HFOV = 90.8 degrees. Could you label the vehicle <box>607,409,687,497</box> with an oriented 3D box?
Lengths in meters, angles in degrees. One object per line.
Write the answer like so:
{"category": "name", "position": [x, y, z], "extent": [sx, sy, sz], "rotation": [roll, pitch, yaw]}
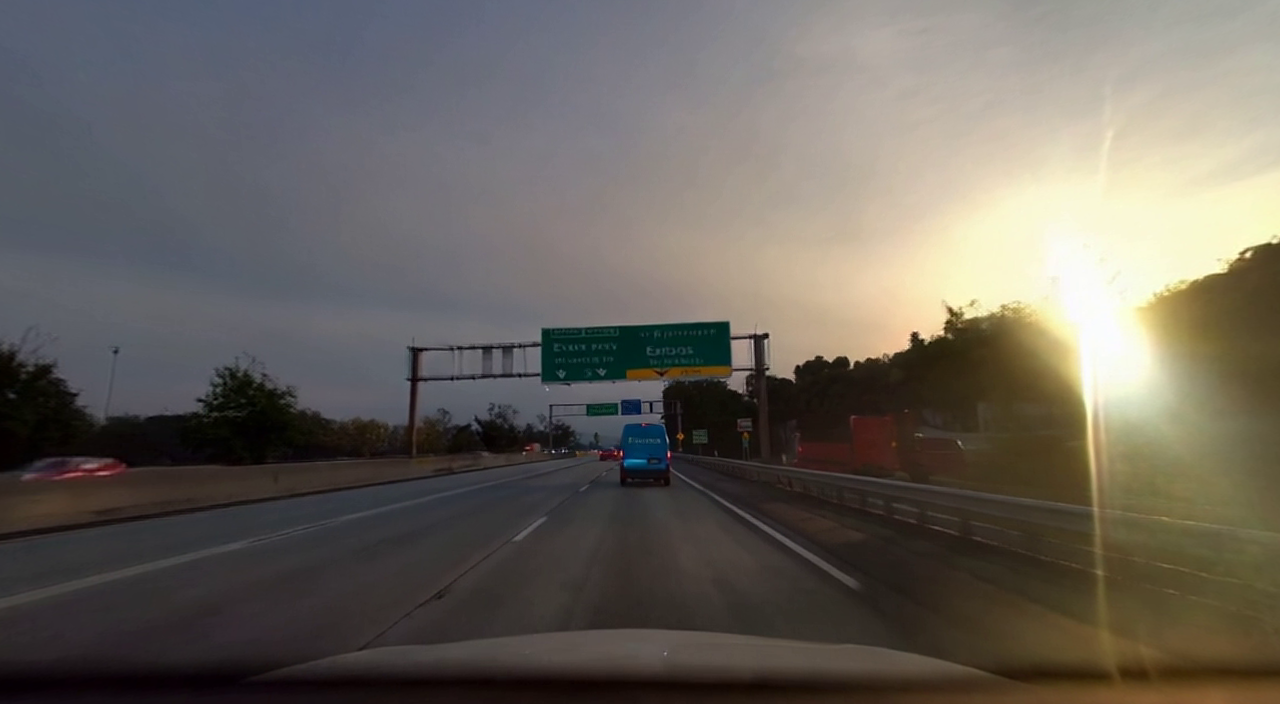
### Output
{"category": "vehicle", "position": [0.118, 3.371, 21.206], "extent": [2.332, 2.558, 5.314], "rotation": [0, -9, -2]}

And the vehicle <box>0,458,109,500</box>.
{"category": "vehicle", "position": [-23.771, 4.982, 25.087], "extent": [1.864, 1.470, 3.888], "rotation": [0, -9, -1]}
